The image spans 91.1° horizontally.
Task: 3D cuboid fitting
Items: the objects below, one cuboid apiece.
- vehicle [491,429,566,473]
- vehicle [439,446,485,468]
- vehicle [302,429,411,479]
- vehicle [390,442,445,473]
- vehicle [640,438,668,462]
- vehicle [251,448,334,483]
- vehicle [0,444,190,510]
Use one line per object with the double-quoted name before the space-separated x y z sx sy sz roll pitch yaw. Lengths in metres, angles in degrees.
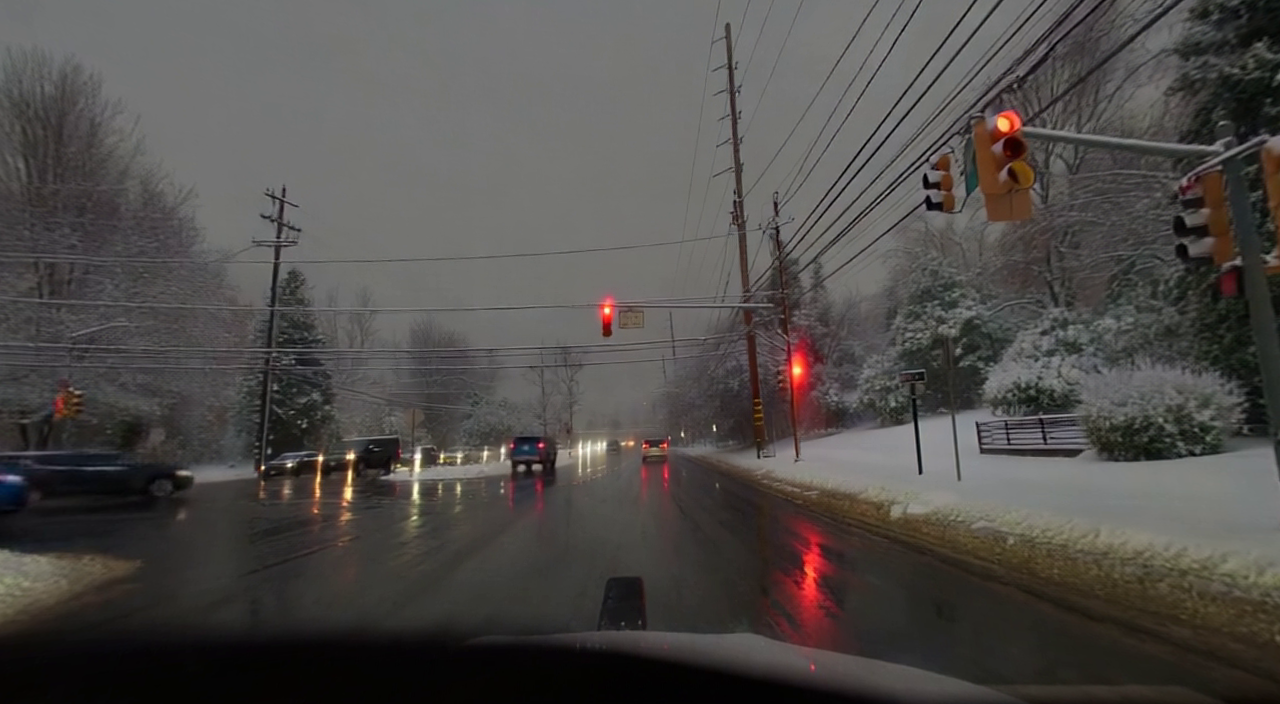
"vehicle" -5.435 4.920 31.298 2.175 1.957 4.686 -2 -9 10
"vehicle" -12.666 7.452 44.899 1.841 1.477 4.485 -1 -8 2
"vehicle" -13.124 4.767 29.622 2.350 2.104 5.828 0 -8 1
"vehicle" -13.233 6.303 37.628 1.772 1.647 4.221 -4 -9 0
"vehicle" 1.037 7.322 47.152 2.010 1.681 4.682 0 -8 1
"vehicle" -17.089 5.605 31.115 1.942 1.477 3.957 -4 -9 -1
"vehicle" -14.337 3.092 15.928 4.603 1.482 1.904 6 -10 -35
